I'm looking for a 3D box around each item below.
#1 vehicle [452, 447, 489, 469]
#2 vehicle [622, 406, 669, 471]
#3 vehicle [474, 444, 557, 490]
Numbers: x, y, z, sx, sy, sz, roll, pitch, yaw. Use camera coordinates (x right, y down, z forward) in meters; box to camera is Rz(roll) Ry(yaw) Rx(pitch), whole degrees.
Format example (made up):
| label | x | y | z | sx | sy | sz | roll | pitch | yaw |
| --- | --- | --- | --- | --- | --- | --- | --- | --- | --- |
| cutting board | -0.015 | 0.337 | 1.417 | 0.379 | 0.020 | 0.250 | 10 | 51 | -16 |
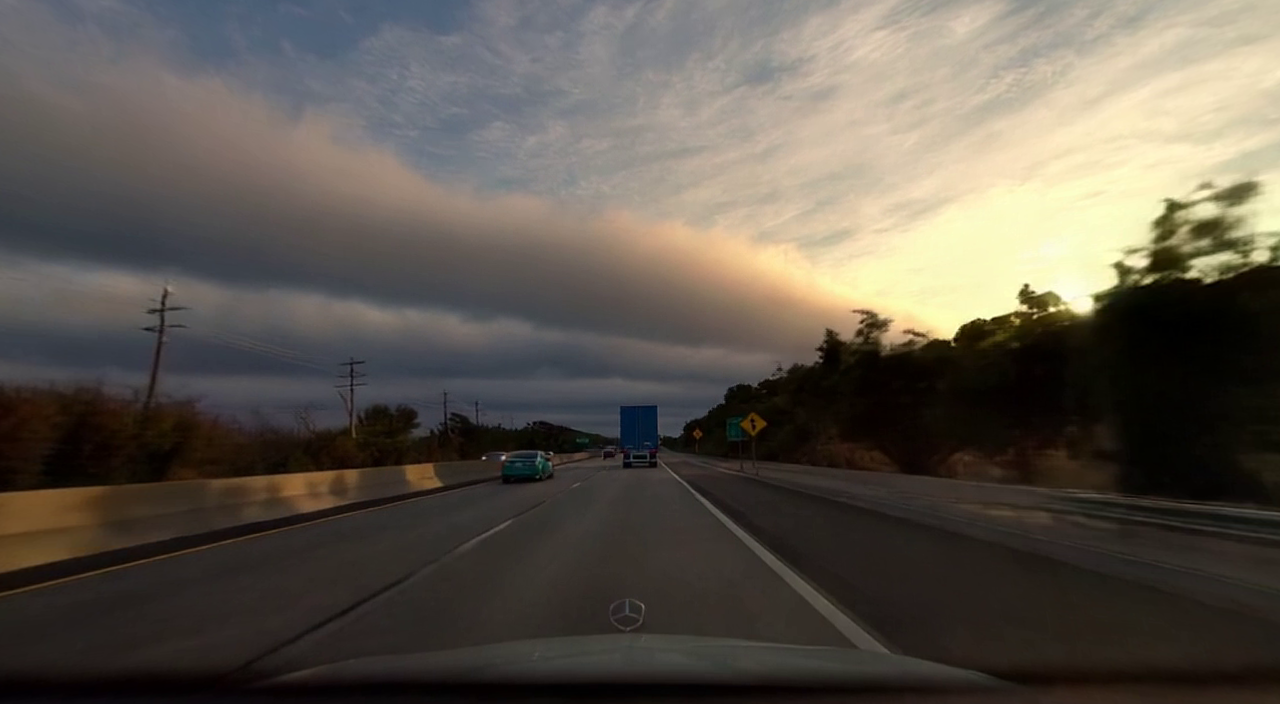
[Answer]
| label | x | y | z | sx | sy | sz | roll | pitch | yaw |
| --- | --- | --- | --- | --- | --- | --- | --- | --- | --- |
| vehicle | -13.321 | 8.344 | 49.809 | 1.828 | 1.576 | 4.143 | 0 | -9 | -1 |
| vehicle | 0.387 | 6.092 | 44.001 | 2.899 | 3.966 | 10.053 | 0 | -9 | 1 |
| vehicle | -4.455 | 4.188 | 23.373 | 2.051 | 1.538 | 4.569 | 0 | -9 | 1 |
